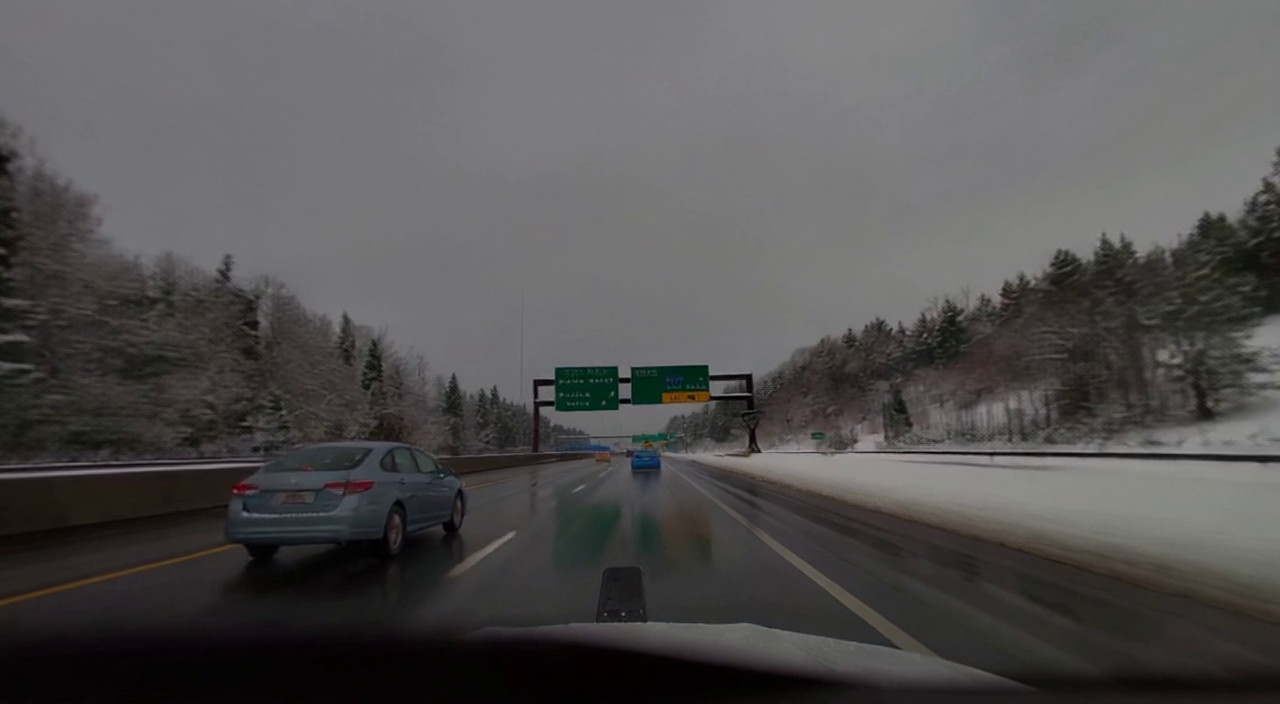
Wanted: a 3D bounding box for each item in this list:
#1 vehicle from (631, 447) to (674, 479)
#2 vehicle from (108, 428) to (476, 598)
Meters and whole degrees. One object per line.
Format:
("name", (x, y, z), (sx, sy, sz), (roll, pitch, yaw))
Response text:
("vehicle", (0.574, 5.385, 30.837), (2.002, 1.449, 3.612), (0, -9, 0))
("vehicle", (-3.623, 1.752, 7.693), (2.062, 1.474, 4.151), (0, -9, 1))
